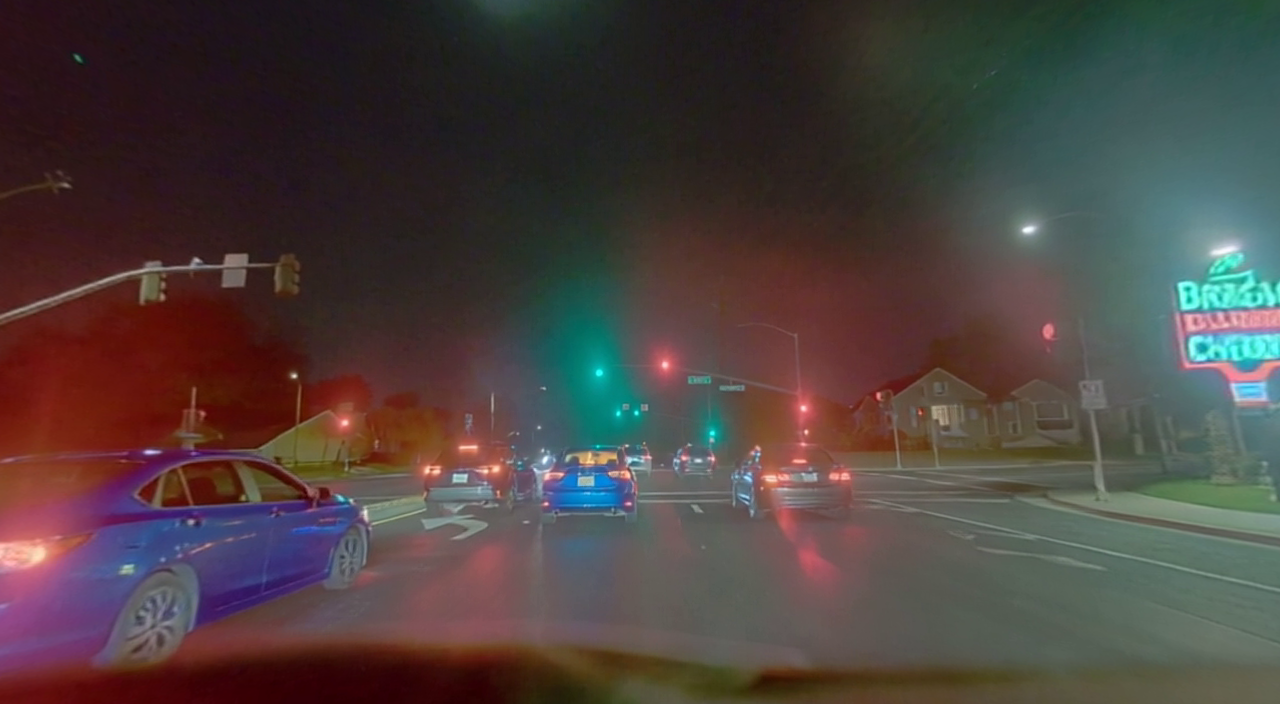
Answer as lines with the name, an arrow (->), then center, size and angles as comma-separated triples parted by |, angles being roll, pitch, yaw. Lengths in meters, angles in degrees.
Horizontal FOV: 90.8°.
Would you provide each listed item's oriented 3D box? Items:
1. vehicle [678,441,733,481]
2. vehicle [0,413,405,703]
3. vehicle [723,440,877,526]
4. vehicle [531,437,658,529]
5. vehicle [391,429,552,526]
vehicle -> 2.858, 4.839, 28.395 | 1.956, 1.615, 4.205 | 0, -8, -1
vehicle -> -3.669, 1.319, 4.747 | 2.058, 1.474, 4.473 | 0, -8, 0
vehicle -> 3.059, 2.586, 13.136 | 2.014, 1.464, 4.312 | 0, -8, -1
vehicle -> -0.738, 2.478, 12.501 | 2.104, 1.500, 3.815 | 0, -8, 1
vehicle -> -3.339, 2.586, 13.601 | 2.024, 1.701, 4.572 | -1, -8, 2
